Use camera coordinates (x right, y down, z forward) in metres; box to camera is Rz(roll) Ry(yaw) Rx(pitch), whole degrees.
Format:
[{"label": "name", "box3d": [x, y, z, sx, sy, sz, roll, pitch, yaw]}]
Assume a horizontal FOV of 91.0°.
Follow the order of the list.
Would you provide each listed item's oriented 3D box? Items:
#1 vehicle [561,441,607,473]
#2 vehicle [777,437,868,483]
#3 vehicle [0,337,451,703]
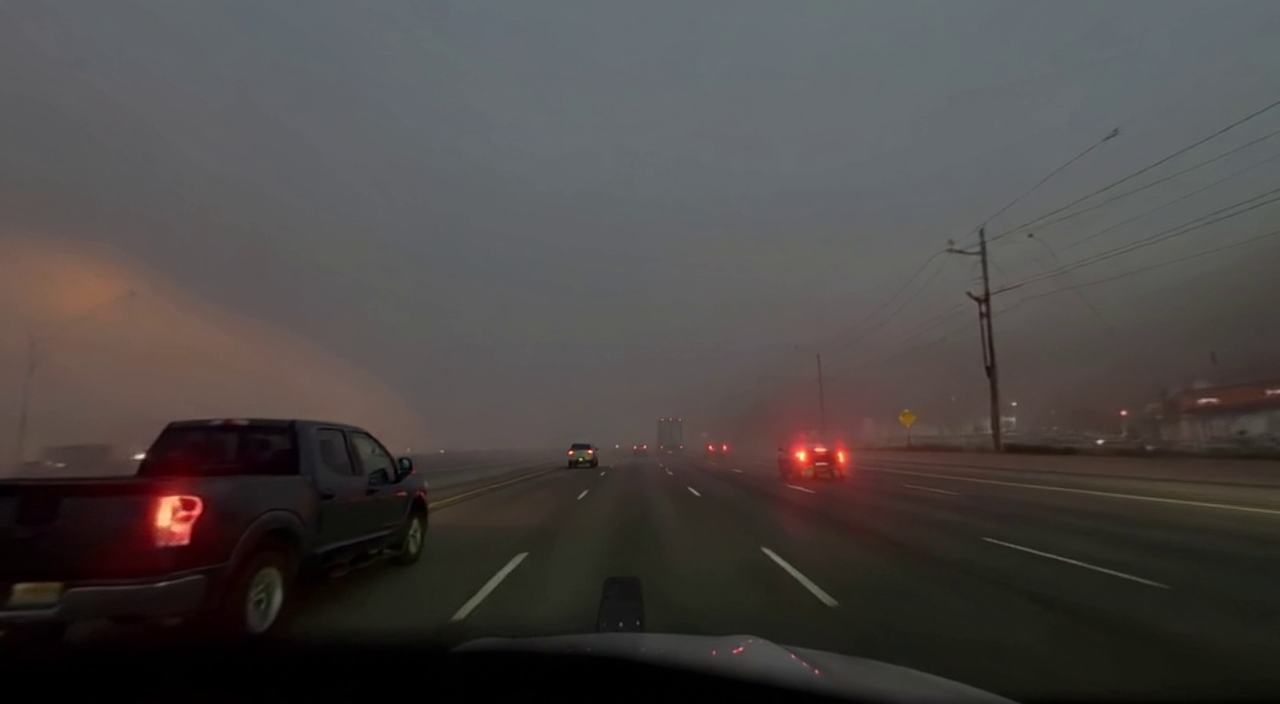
[{"label": "vehicle", "box3d": [-2.782, 5.310, 32.006, 1.929, 1.521, 4.097, 0, -9, 0]}, {"label": "vehicle", "box3d": [6.559, 3.932, 23.176, 1.980, 1.501, 4.433, 0, -8, -1]}, {"label": "vehicle", "box3d": [-3.349, 1.163, 5.060, 2.130, 1.799, 4.583, 0, -9, 1]}]
